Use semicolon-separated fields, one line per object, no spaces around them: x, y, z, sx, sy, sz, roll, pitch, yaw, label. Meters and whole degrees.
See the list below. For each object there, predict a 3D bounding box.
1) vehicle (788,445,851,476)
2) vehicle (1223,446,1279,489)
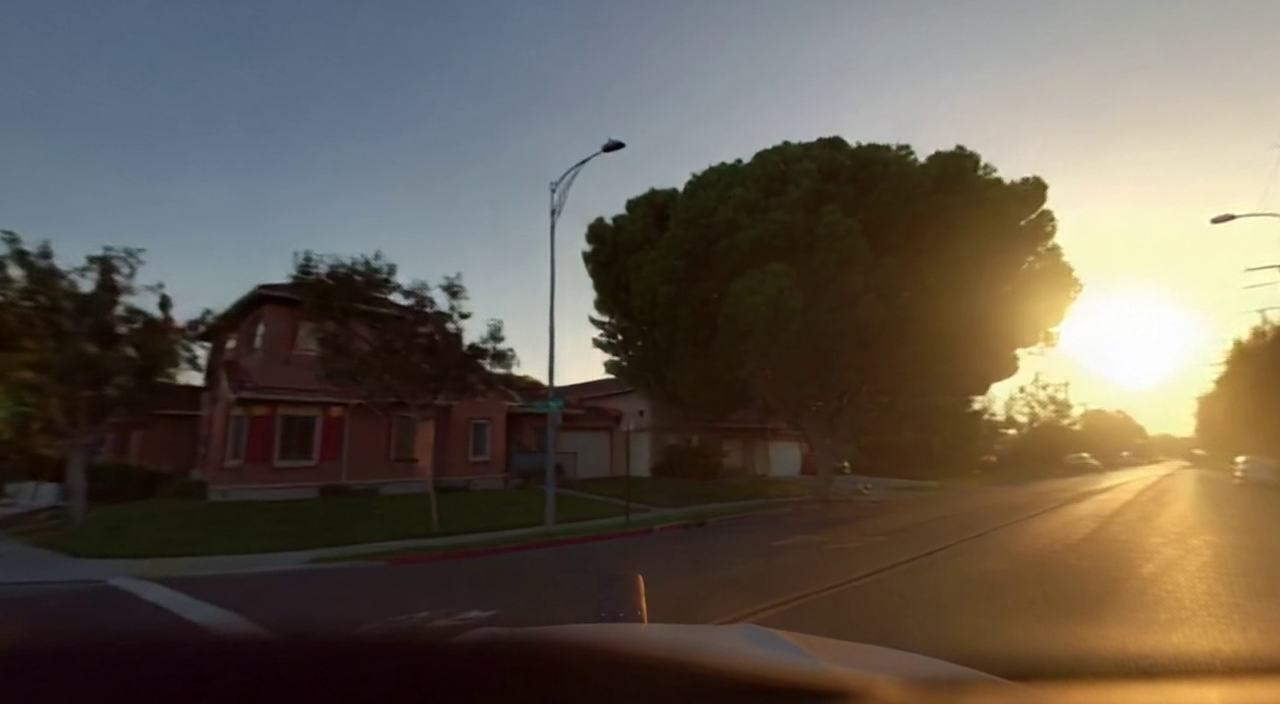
11.862;7.171;41.505;2.034;1.829;5.161;-8;-14;38;vehicle
29.304;5.351;29.718;2.114;1.858;5.144;-7;-11;37;vehicle
